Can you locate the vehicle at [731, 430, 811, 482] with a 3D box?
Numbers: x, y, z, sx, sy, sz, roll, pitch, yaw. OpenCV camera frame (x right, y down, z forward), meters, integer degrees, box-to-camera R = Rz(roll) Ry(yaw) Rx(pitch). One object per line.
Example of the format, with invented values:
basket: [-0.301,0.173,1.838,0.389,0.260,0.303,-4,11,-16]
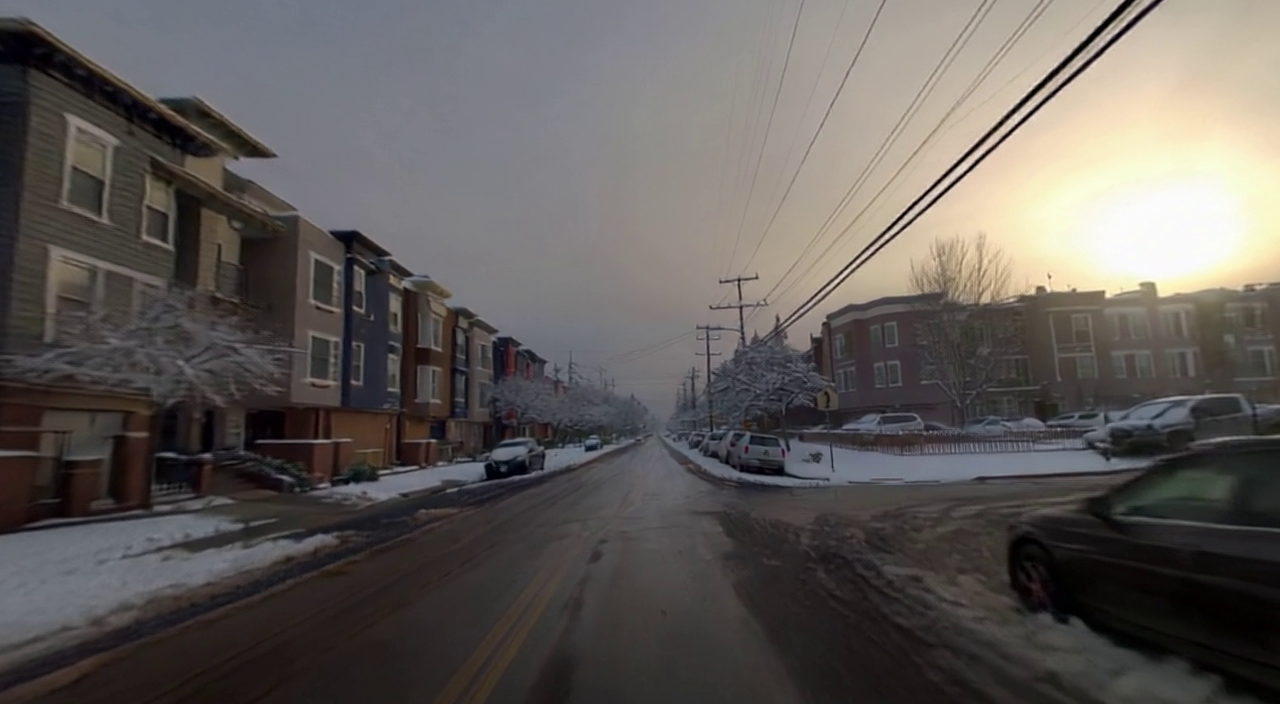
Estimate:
vehicle: [4.397,3.546,21.789,1.914,1.591,3.892,0,-8,0]

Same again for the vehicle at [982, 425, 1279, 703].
vehicle: [3.821,1.059,2.869,1.928,1.440,4.738,0,-8,1]

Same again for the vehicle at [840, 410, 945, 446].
vehicle: [14.088,4.341,35.639,2.152,1.875,5.778,3,-8,-19]

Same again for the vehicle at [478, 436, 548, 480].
vehicle: [-5.175,4.353,26.338,1.913,1.672,4.267,0,-8,2]
